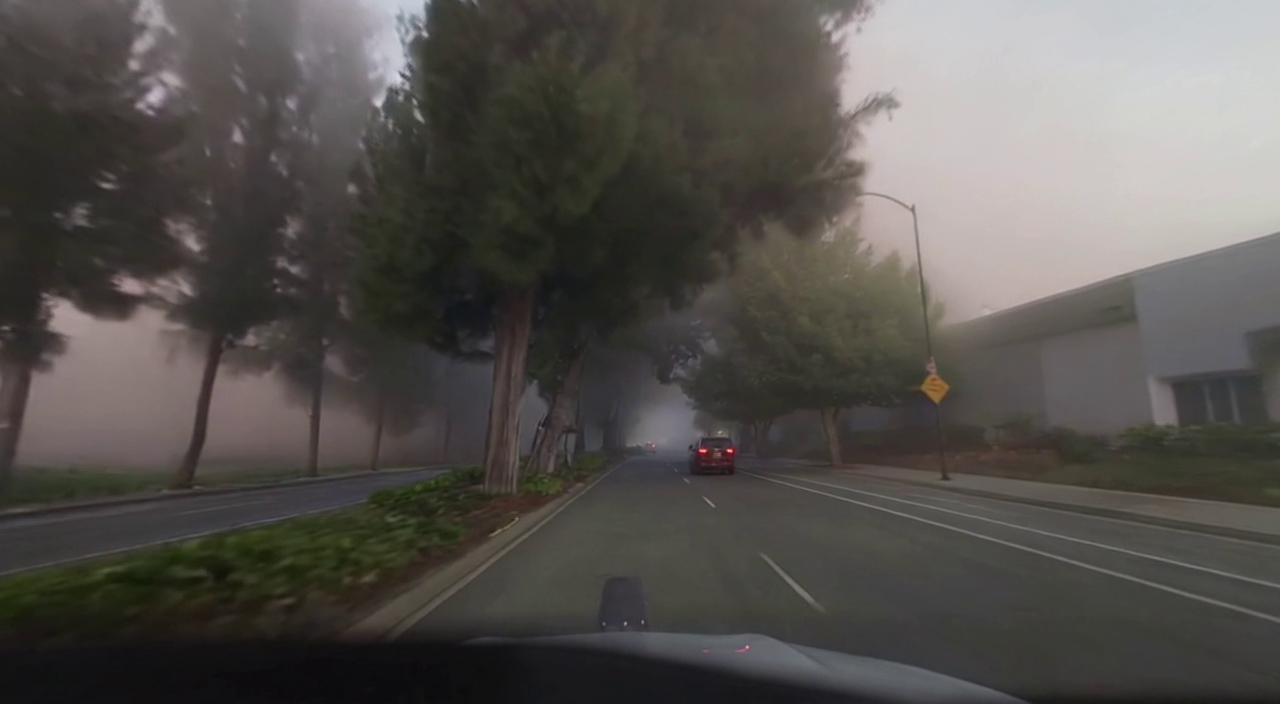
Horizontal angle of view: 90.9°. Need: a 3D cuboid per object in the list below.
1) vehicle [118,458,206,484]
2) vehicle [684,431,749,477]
[{"bbox_3d":[-30.806,7.653,40.821,1.875,1.477,4.858,-1,-8,1],"label":"vehicle"},{"bbox_3d":[3.136,4.272,26.710,2.143,1.759,4.378,0,-8,-1],"label":"vehicle"}]
